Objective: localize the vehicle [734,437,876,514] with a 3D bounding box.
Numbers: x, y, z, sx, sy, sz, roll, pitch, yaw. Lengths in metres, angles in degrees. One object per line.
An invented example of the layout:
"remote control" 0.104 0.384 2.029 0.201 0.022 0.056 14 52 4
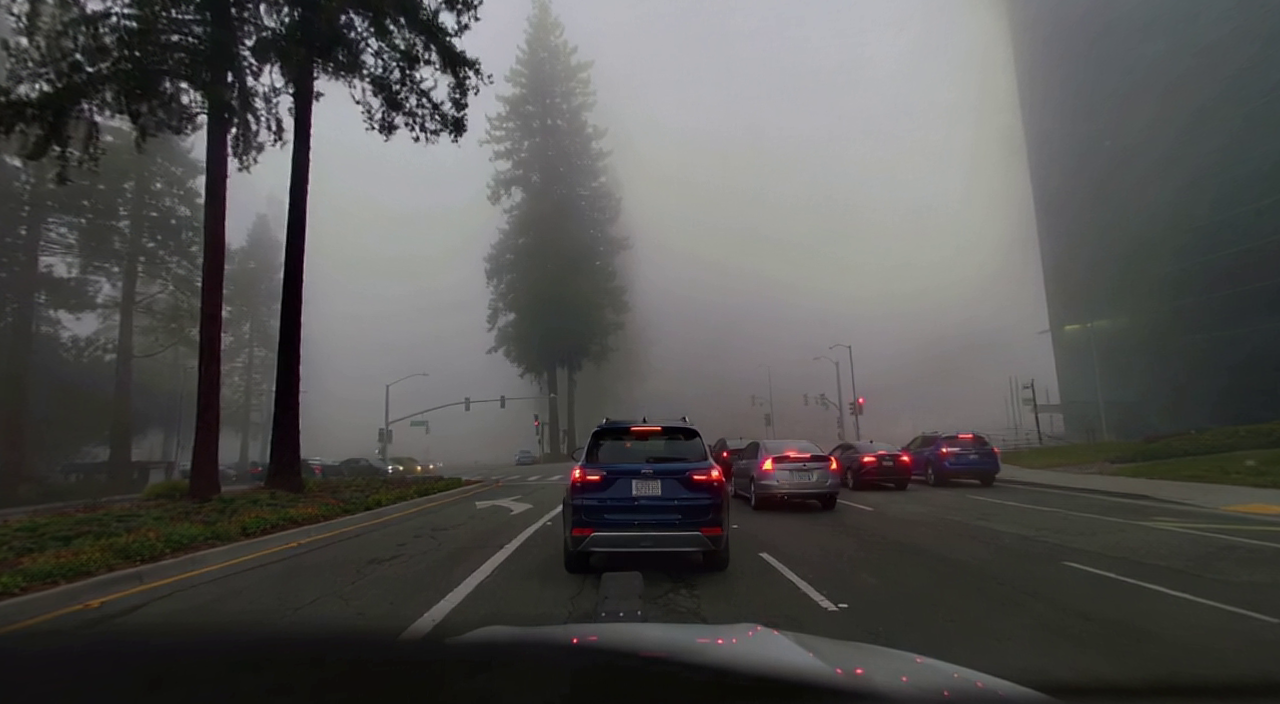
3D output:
"vehicle" 3.508 2.719 14.401 1.997 1.471 4.321 0 -9 -1

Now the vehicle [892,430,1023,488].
"vehicle" 10.879 3.697 22.120 2.123 1.812 4.553 0 -9 -1

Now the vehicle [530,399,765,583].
"vehicle" 0.068 1.659 8.265 2.266 1.762 4.131 0 -9 0
